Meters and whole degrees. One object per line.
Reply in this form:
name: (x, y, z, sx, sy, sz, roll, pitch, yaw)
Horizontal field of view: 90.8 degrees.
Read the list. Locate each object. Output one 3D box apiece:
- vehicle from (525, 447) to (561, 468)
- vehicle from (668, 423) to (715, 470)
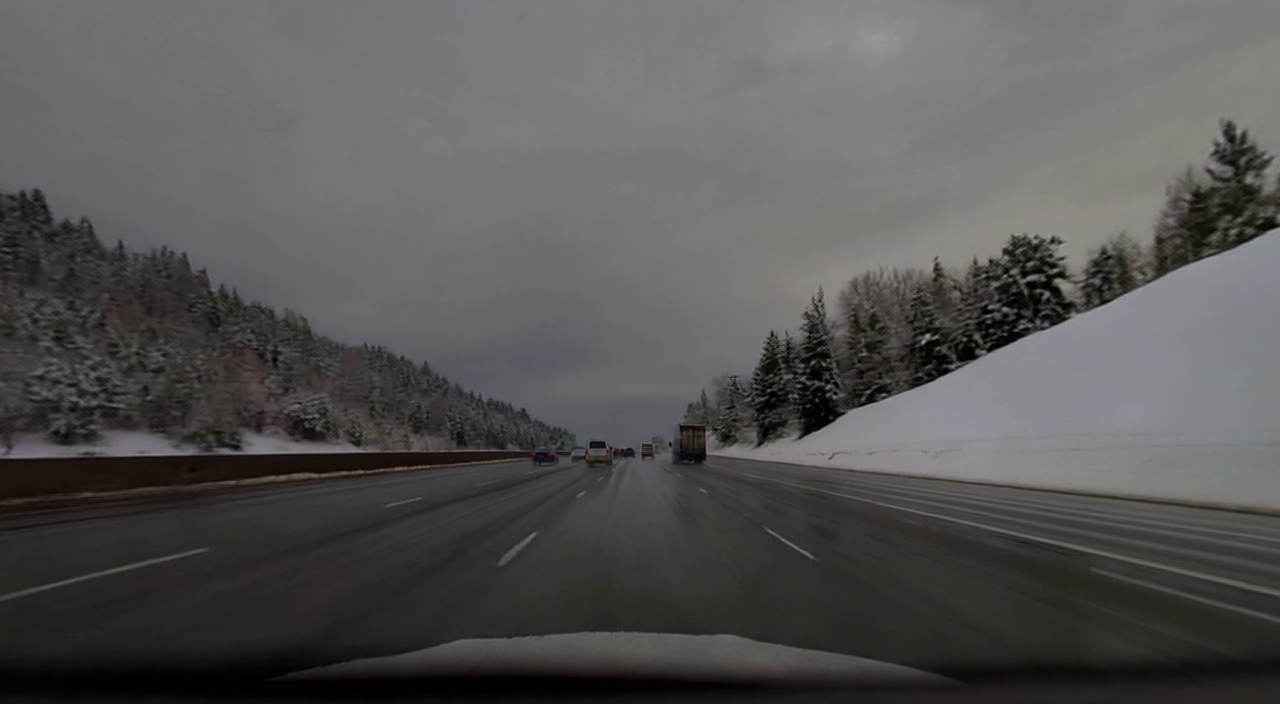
vehicle: (-7.473, 8.131, 48.995, 2.102, 1.522, 4.394, 0, -9, 0)
vehicle: (3.698, 7.039, 47.168, 2.795, 3.187, 7.205, 0, -8, -1)
